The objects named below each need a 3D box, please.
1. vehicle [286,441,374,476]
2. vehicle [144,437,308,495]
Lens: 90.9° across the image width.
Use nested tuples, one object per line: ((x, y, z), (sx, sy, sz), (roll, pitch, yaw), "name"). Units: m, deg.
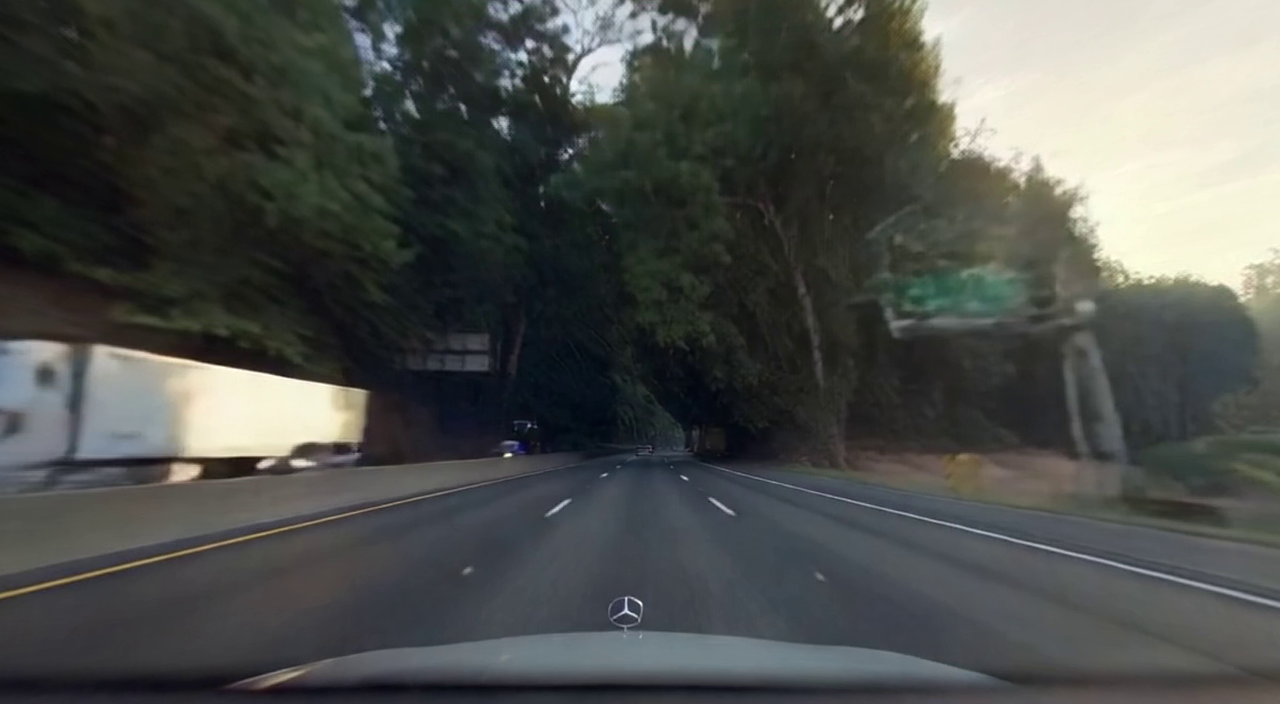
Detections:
((-15.540, 5.375, 31.957), (2.018, 1.604, 4.603), (0, -9, 1), "vehicle")
((-12.273, 3.399, 19.135), (1.890, 1.525, 4.428), (0, -9, 1), "vehicle")
